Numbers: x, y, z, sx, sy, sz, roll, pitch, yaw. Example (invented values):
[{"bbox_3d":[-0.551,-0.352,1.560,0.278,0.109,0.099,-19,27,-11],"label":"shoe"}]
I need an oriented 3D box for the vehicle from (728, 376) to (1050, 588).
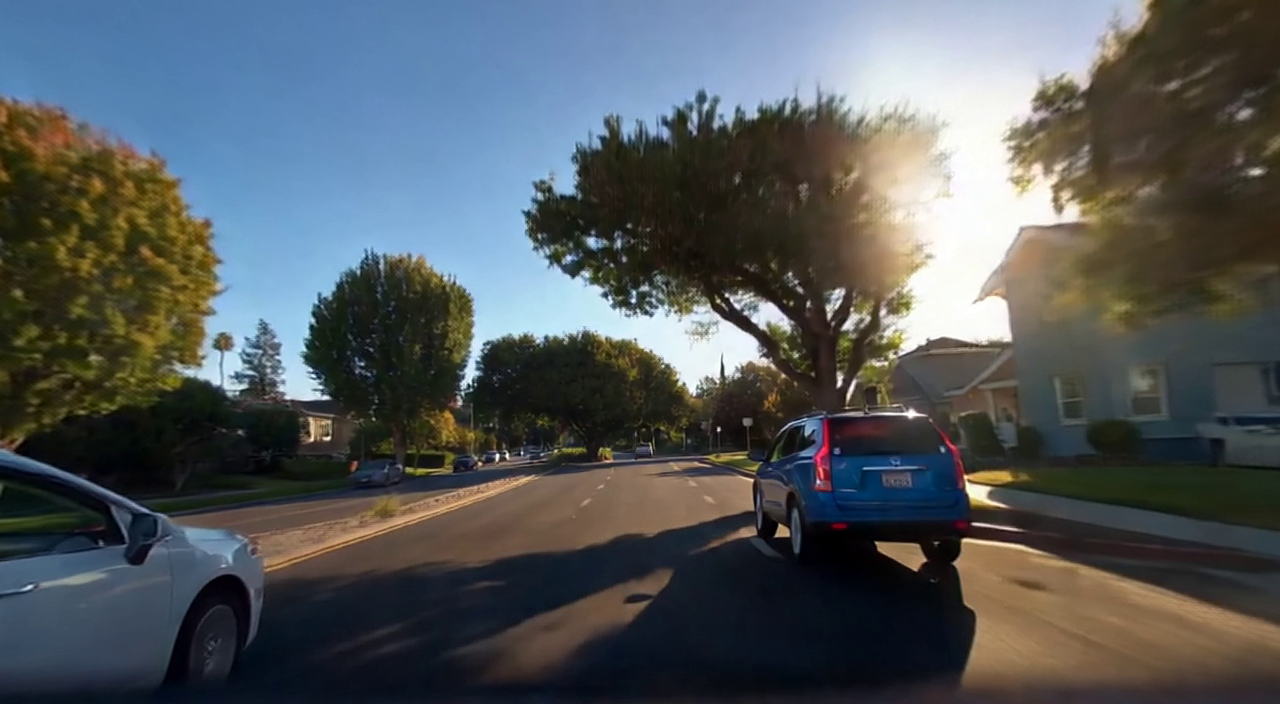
[{"bbox_3d":[2.820,1.676,9.025,2.338,2.063,5.592,0,-8,0],"label":"vehicle"}]

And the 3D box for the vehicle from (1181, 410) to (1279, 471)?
[{"bbox_3d":[16.916,2.362,16.741,1.822,1.496,3.560,0,-8,-1],"label":"vehicle"}]

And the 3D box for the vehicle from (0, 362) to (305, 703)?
[{"bbox_3d":[-3.337,0.829,1.975,2.058,1.659,4.514,0,-8,0],"label":"vehicle"}]

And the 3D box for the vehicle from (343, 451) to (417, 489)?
[{"bbox_3d":[-13.072,5.909,32.032,2.002,1.729,4.441,0,-8,-2],"label":"vehicle"}]
